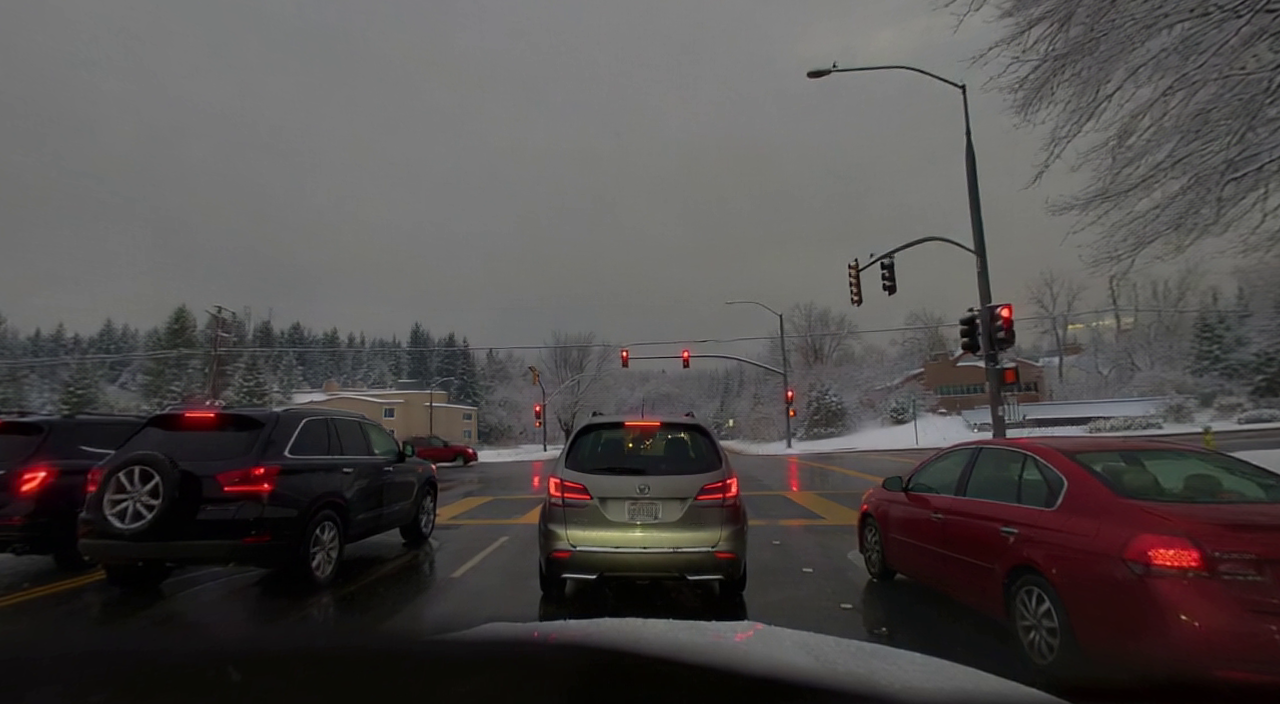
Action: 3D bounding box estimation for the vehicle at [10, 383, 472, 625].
[{"bbox_3d":[-3.541,1.430,6.866,2.014,1.755,4.360,0,-8,3],"label":"vehicle"}]

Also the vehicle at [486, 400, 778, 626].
[{"bbox_3d":[-0.034,1.401,6.307,2.047,1.579,3.642,0,-8,1],"label":"vehicle"}]

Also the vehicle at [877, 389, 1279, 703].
[{"bbox_3d":[3.594,1.209,4.601,2.010,1.486,4.498,0,-8,1],"label":"vehicle"}]
